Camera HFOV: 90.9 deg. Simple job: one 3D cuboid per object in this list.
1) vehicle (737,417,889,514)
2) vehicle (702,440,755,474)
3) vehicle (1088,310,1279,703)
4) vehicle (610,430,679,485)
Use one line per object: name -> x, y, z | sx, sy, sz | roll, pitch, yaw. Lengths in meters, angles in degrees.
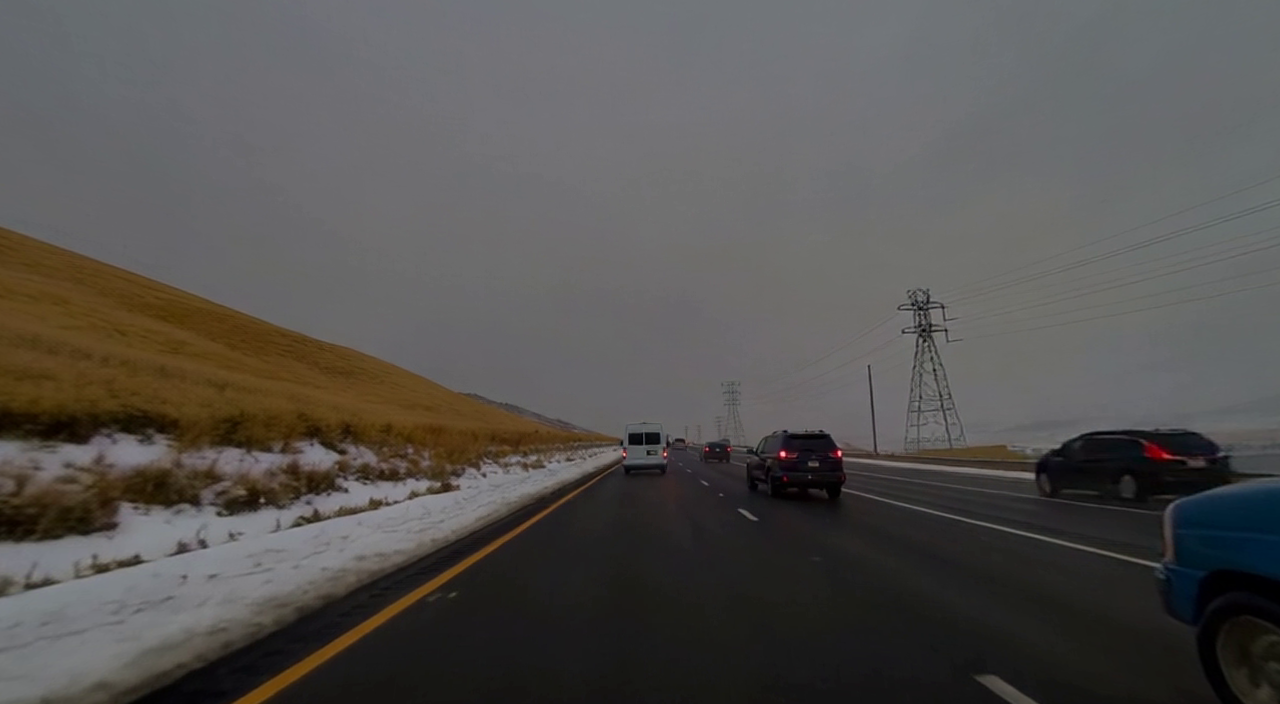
vehicle -> 3.617, 2.474, 14.233 | 2.139, 1.821, 4.480 | 0, -8, 0
vehicle -> 4.098, 4.929, 29.899 | 1.938, 1.466, 4.356 | 0, -8, 0
vehicle -> 3.970, 0.510, 0.680 | 2.691, 1.901, 5.744 | 0, -8, -1
vehicle -> 0.191, 3.813, 23.096 | 2.268, 1.772, 4.523 | 0, -8, 1
